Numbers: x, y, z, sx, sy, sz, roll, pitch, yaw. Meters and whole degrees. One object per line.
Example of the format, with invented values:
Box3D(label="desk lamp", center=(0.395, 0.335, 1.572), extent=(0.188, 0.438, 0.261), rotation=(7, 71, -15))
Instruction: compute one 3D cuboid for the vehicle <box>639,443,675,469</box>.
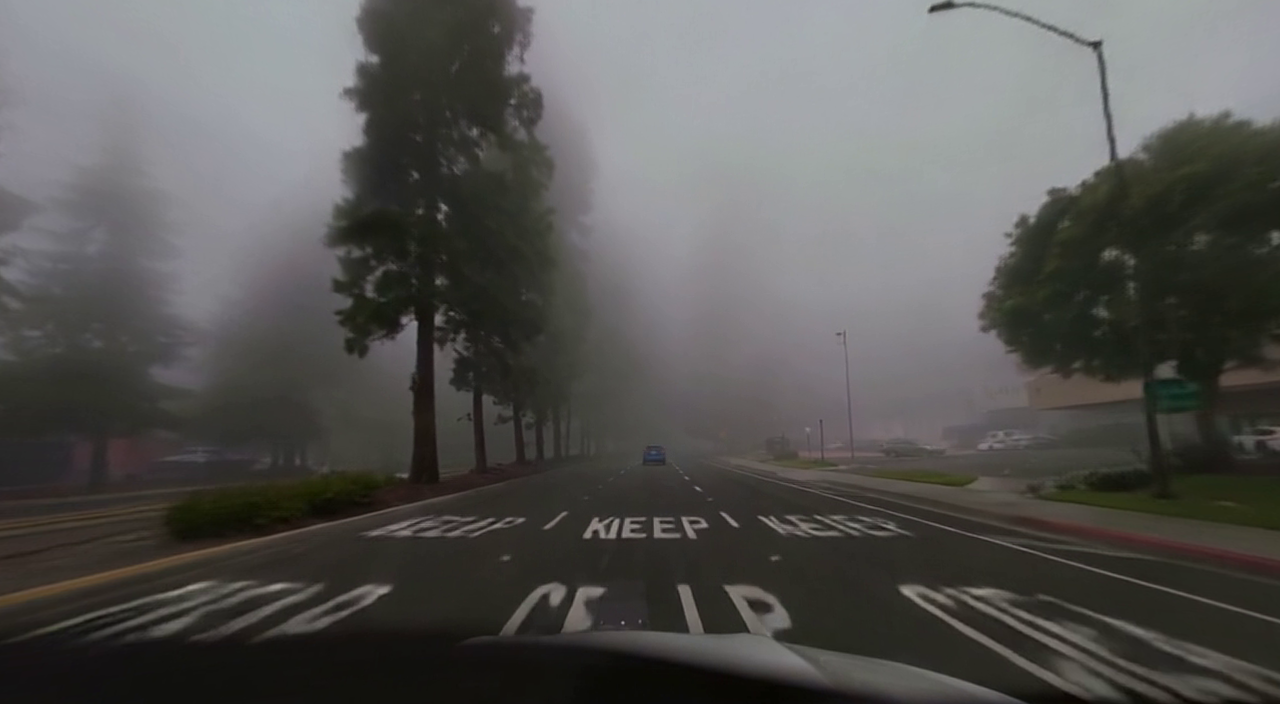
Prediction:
Box3D(label="vehicle", center=(1.052, 6.594, 40.002), extent=(2.144, 1.505, 4.128), rotation=(0, -9, 0))
